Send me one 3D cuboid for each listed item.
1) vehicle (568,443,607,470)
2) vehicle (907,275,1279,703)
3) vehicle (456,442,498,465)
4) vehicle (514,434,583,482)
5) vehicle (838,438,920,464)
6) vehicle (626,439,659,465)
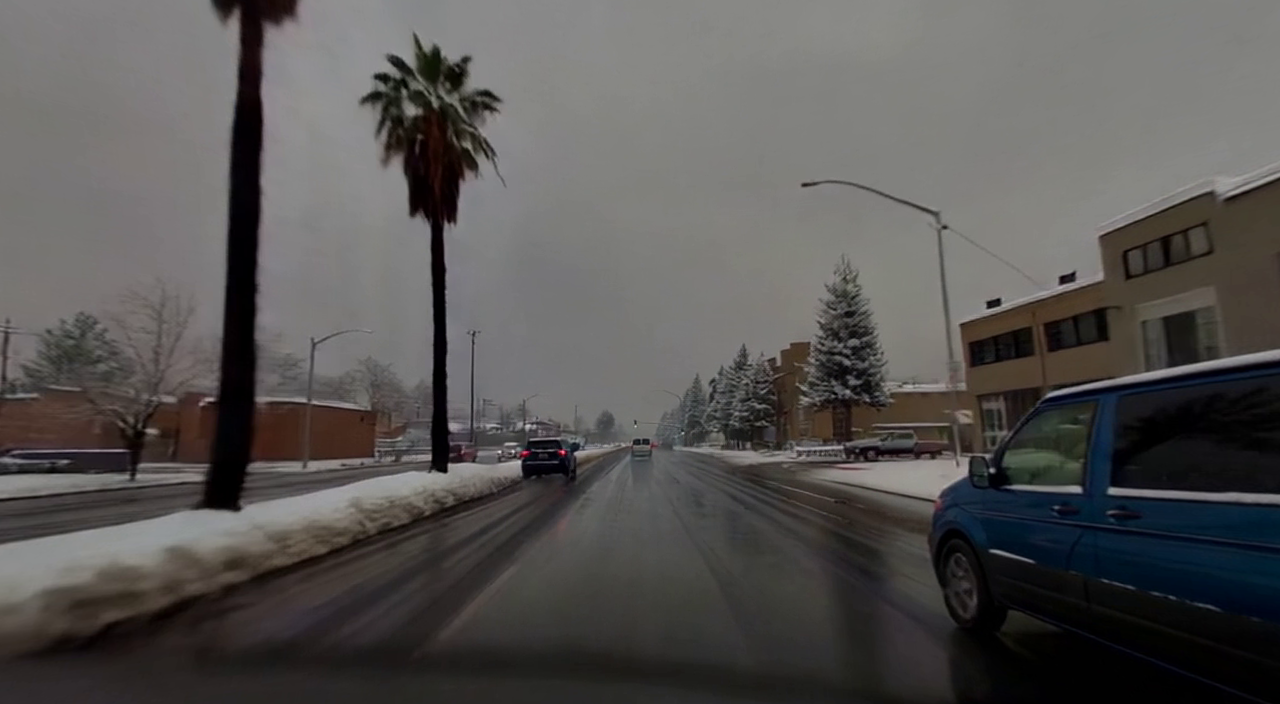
[{"bbox_3d":[-2.932,5.899,35.857,1.869,1.454,4.142,0,-9,0],"label":"vehicle"},{"bbox_3d":[3.463,0.801,3.065,2.234,1.912,4.847,0,-9,1],"label":"vehicle"},{"bbox_3d":[-12.266,7.682,47.774,1.989,1.631,4.500,0,-9,0],"label":"vehicle"},{"bbox_3d":[-3.430,4.060,24.450,1.967,1.703,4.157,0,-9,1],"label":"vehicle"},{"bbox_3d":[15.186,6.317,40.417,1.945,1.490,4.748,4,-10,-26],"label":"vehicle"},{"bbox_3d":[0.124,7.110,44.868,2.191,1.761,3.857,0,-9,-1],"label":"vehicle"}]
